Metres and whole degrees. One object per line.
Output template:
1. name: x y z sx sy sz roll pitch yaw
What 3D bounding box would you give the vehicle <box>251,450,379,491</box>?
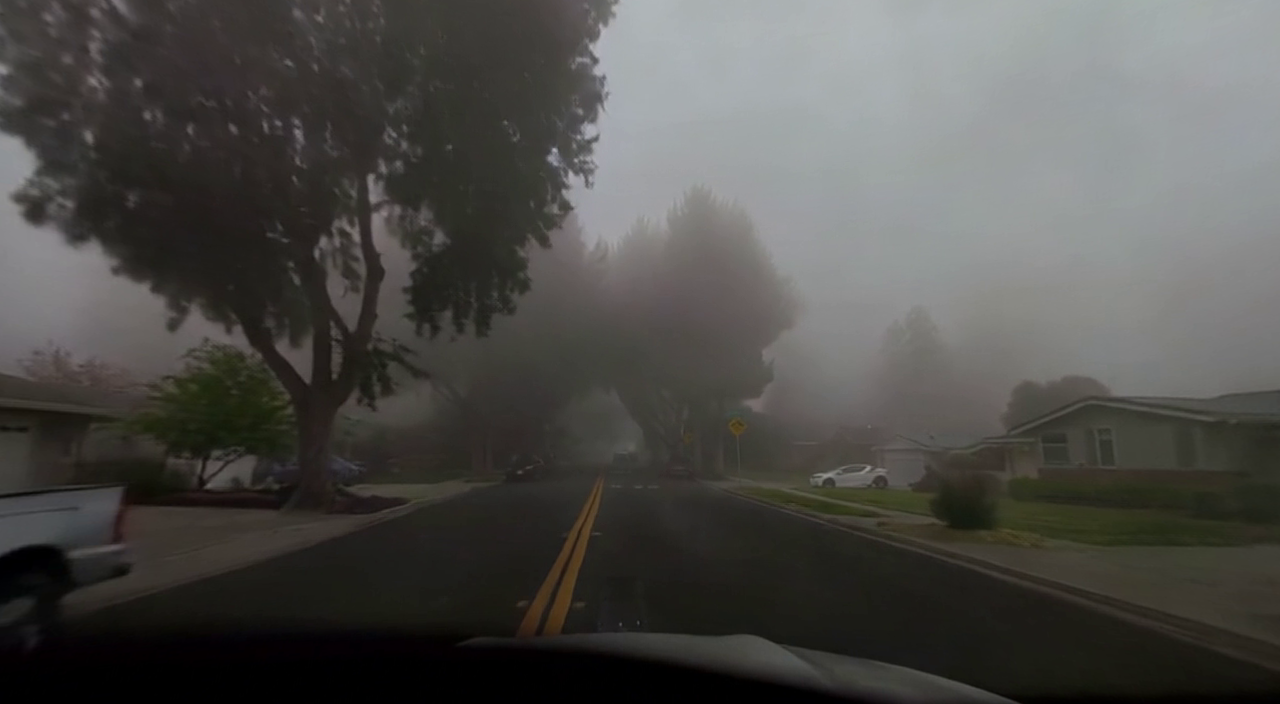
1. vehicle: -12.617 4.594 24.723 3.989 1.485 1.814 0 -9 -4

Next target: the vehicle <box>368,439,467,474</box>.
1. vehicle: -13.632 6.415 38.933 5.234 2.076 2.197 0 -9 -1

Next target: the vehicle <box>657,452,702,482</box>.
1. vehicle: 2.194 6.565 36.434 2.047 1.532 4.350 0 -9 -4

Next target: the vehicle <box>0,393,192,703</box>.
1. vehicle: -4.760 1.069 2.942 2.093 1.810 4.555 -2 -9 -2

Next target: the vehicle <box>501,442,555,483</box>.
1. vehicle: -6.105 6.182 34.991 2.155 1.907 5.100 -3 -12 -1
